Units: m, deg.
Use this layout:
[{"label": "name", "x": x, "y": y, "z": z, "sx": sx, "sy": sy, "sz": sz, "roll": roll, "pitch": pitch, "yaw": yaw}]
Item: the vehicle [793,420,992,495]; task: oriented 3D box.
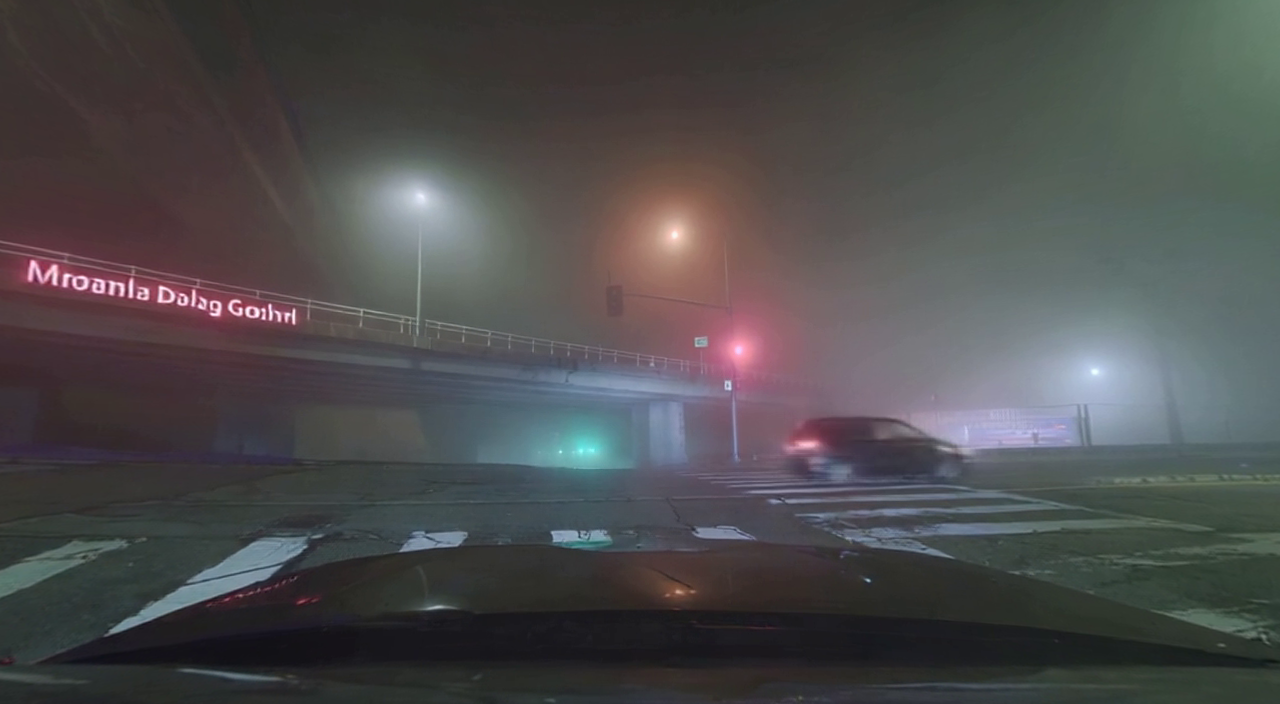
[{"label": "vehicle", "x": 5.846, "y": 2.478, "z": 14.983, "sx": 3.897, "sy": 1.637, "sz": 1.832, "roll": 0, "pitch": -9, "yaw": -3}]
